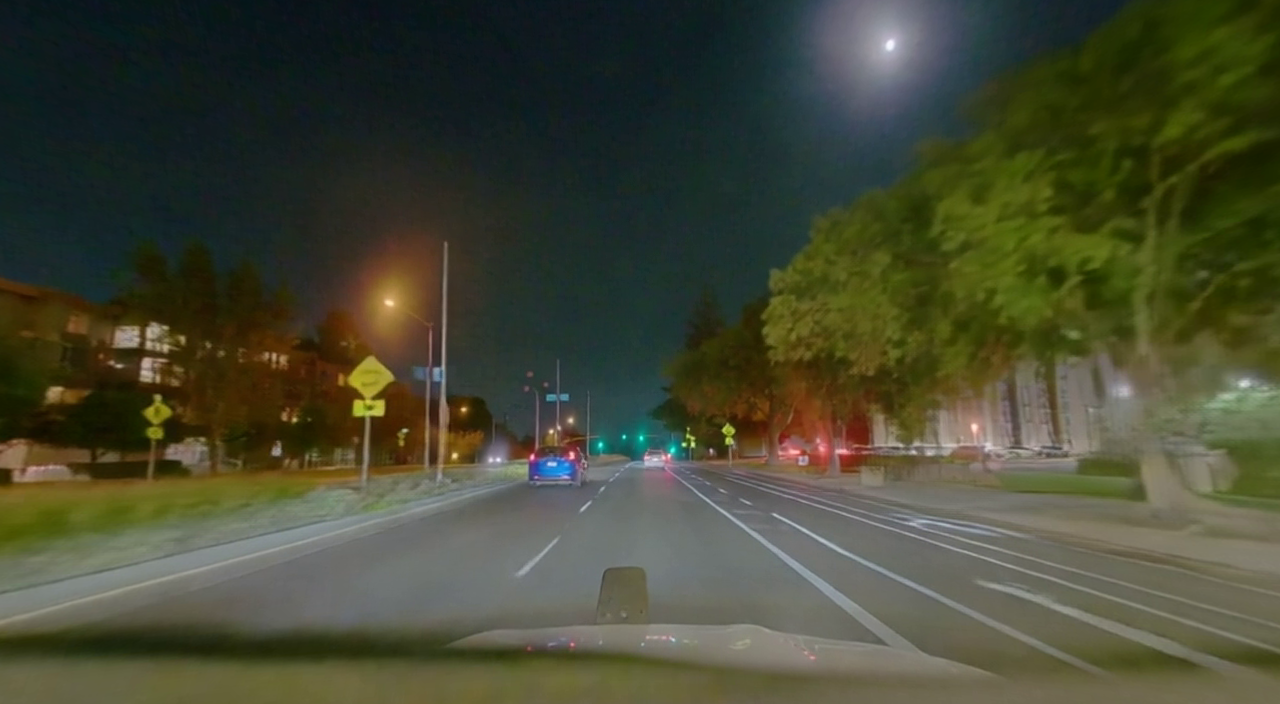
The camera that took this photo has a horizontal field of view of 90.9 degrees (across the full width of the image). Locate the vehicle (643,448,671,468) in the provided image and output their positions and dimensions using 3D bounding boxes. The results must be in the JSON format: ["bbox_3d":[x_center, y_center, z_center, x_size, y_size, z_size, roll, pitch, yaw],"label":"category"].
[{"bbox_3d":[1.268,8.201,48.986,2.075,1.480,3.920,0,-9,0],"label":"vehicle"}]

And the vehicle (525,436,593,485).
[{"bbox_3d":[-3.237,4.437,26.038,2.150,1.812,4.423,0,-9,1],"label":"vehicle"}]
